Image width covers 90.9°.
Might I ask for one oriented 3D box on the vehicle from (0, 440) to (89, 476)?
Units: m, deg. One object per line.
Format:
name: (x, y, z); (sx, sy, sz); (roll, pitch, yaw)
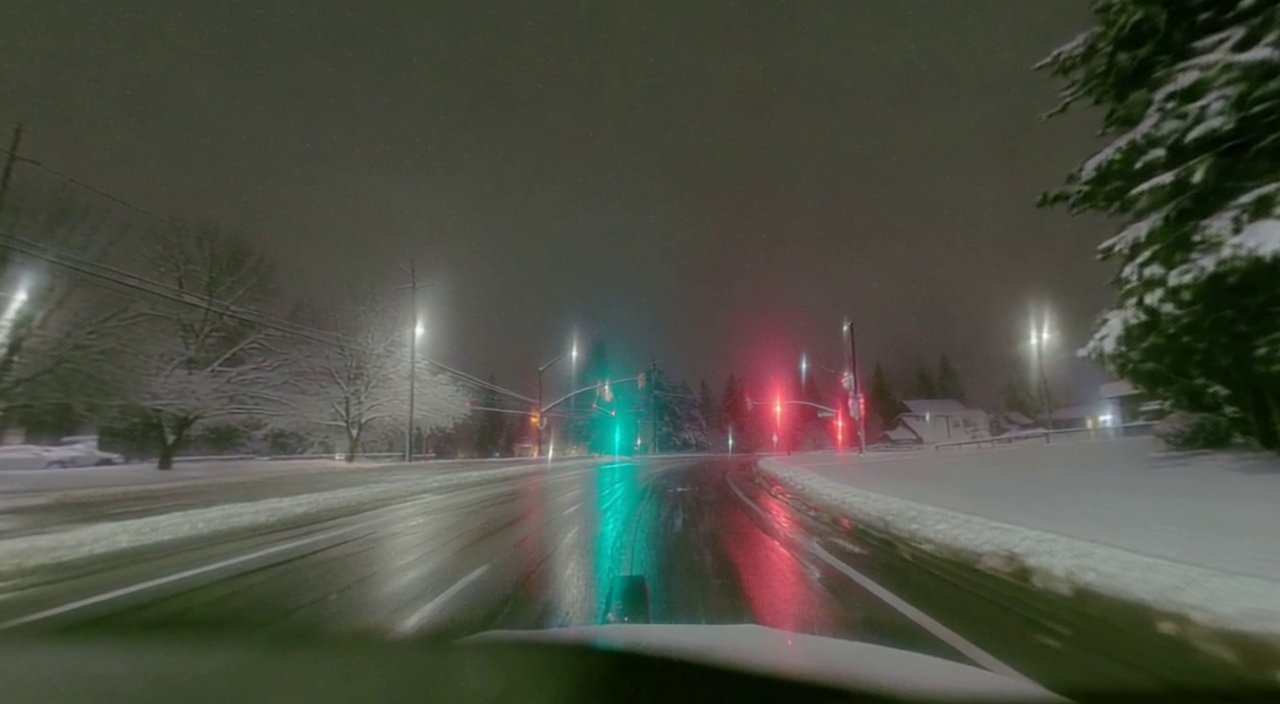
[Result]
vehicle: (-33.503, 5.752, 34.403); (1.913, 1.779, 4.959); (-1, -9, 7)

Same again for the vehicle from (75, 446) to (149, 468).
vehicle: (-36.763, 7.306, 43.903); (3.737, 1.444, 1.680); (-1, -9, 6)
